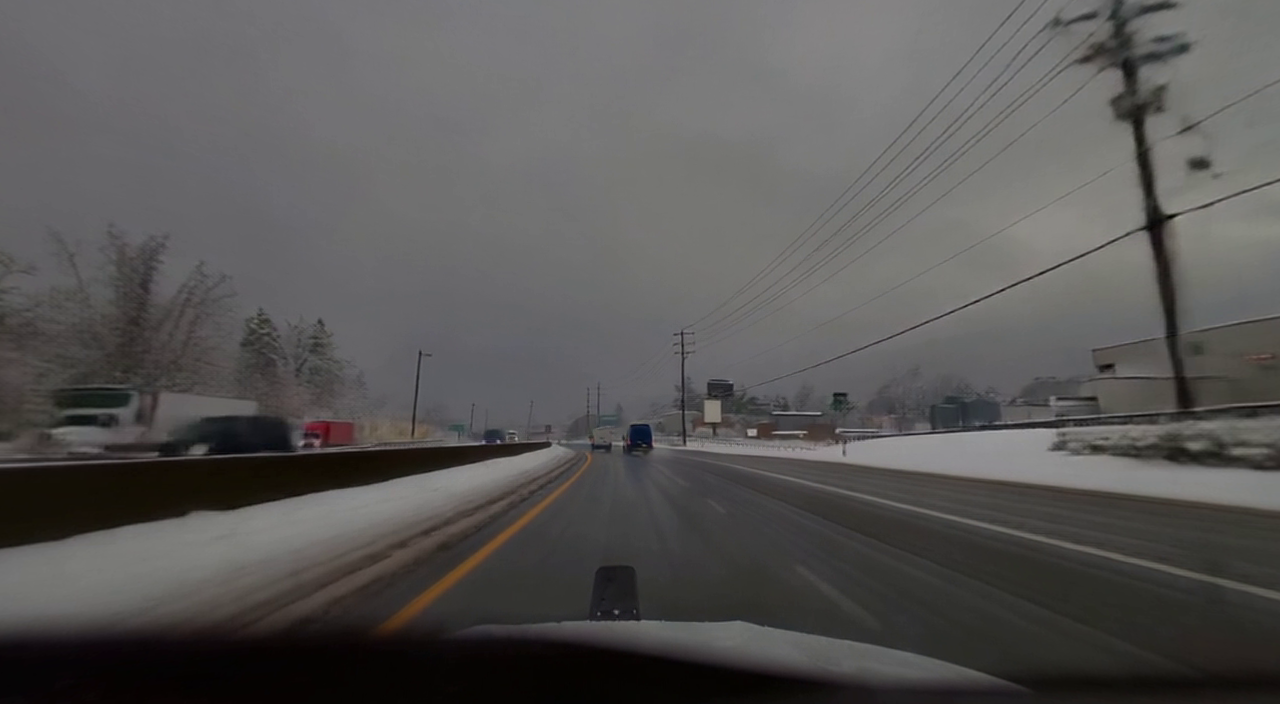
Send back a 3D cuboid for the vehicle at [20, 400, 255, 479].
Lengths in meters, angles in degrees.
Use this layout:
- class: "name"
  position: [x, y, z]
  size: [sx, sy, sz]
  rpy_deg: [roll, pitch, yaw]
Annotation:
- class: "vehicle"
  position: [-11.508, 2.074, 14.946]
  size: [2.009, 1.574, 4.419]
  rpy_deg: [0, -8, -2]
